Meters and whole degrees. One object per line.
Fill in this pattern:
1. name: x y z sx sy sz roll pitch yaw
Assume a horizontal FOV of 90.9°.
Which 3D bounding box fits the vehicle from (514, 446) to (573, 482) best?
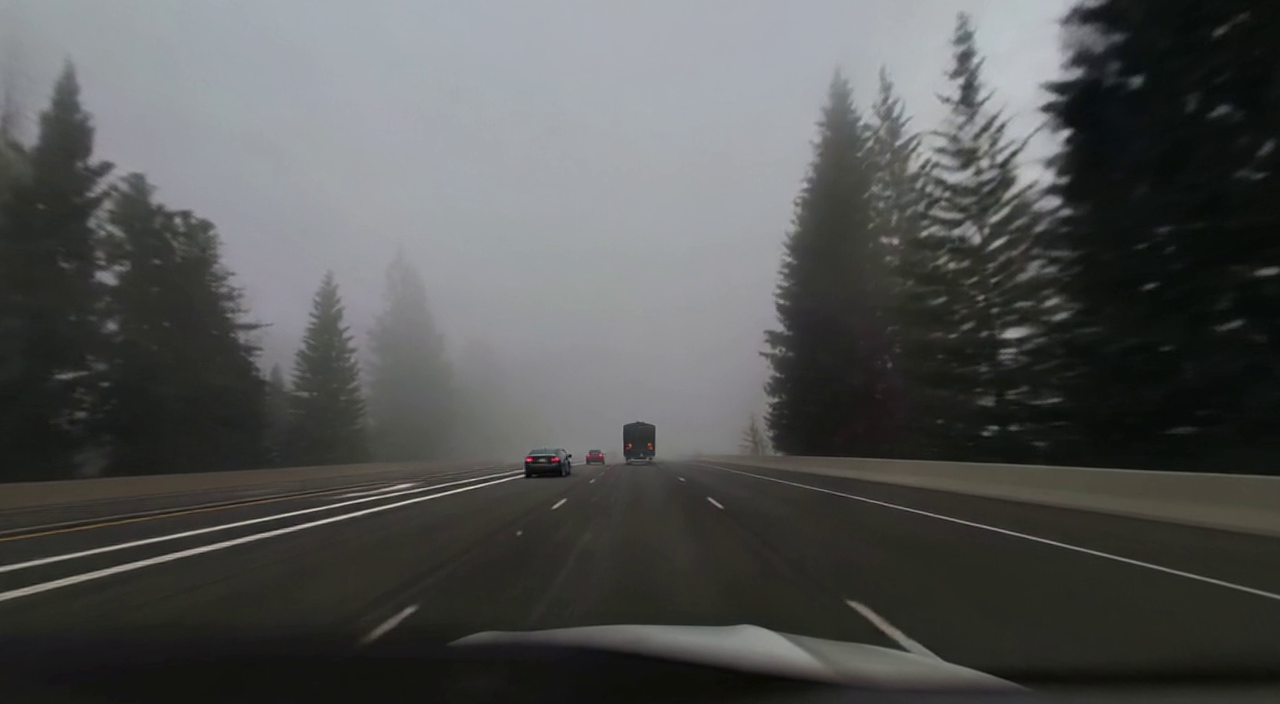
1. vehicle: -4.277 5.031 28.669 1.916 1.506 4.476 0 -9 1
